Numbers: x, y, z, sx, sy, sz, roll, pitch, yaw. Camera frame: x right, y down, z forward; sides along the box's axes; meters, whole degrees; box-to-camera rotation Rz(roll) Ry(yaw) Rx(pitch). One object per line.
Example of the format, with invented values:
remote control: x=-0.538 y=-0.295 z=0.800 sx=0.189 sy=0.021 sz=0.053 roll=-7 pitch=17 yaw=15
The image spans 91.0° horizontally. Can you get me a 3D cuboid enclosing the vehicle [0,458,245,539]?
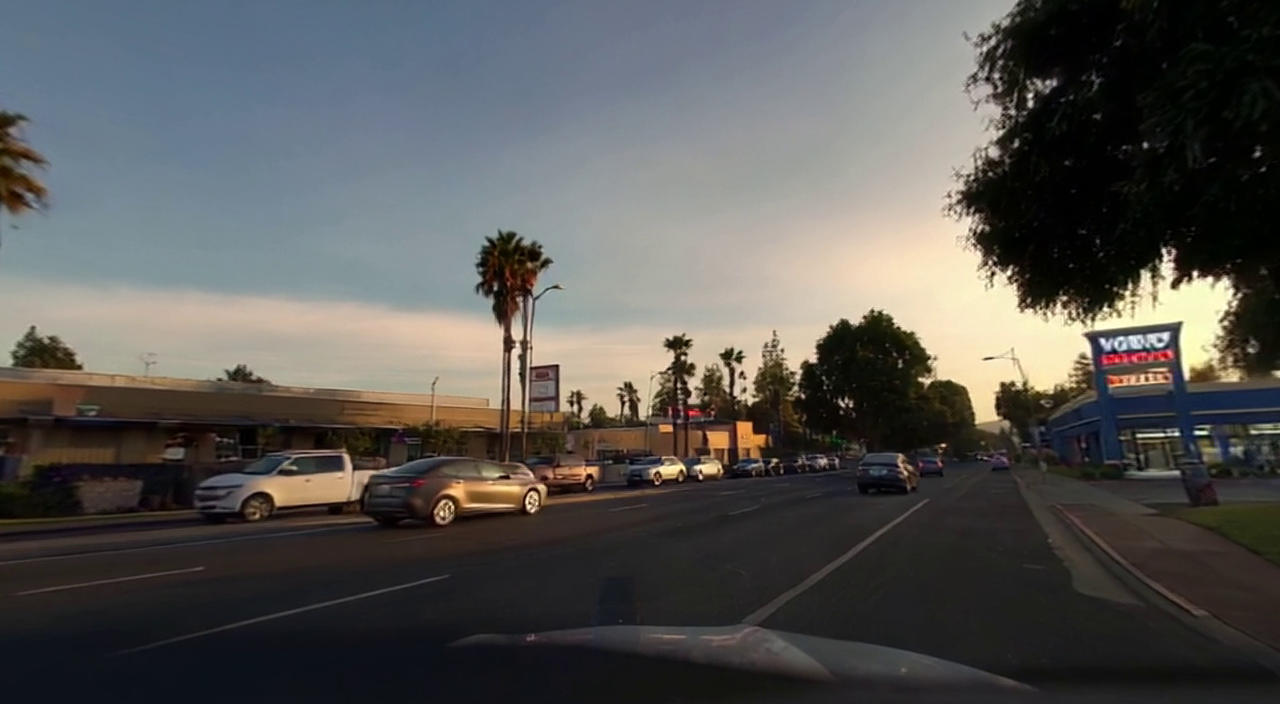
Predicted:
vehicle: x=-12.961 y=3.538 z=15.902 sx=1.900 sy=1.615 sz=4.573 roll=-5 pitch=-10 yaw=30

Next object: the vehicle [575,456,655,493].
vehicle: x=-1.073 y=5.600 z=29.092 sx=1.776 sy=1.448 sz=4.137 roll=-5 pitch=-10 yaw=29

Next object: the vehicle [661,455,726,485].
vehicle: x=3.229 y=6.851 z=36.839 sx=1.981 sy=1.493 sz=4.721 roll=-5 pitch=-10 yaw=30

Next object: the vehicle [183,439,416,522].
vehicle: x=-8.517 y=3.351 z=16.334 sx=1.989 sy=1.792 sz=4.884 roll=-7 pitch=-14 yaw=28

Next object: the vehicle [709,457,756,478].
vehicle: x=7.228 y=8.960 z=48.930 sx=1.962 sy=1.464 sz=4.781 roll=-5 pitch=-10 yaw=29

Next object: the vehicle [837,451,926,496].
vehicle: x=9.367 y=4.566 z=24.130 sx=2.139 sy=1.461 sz=4.918 roll=-5 pitch=-10 yaw=33

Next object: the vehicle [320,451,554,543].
vehicle: x=-4.029 y=2.892 z=13.372 sx=2.090 sy=1.520 sz=4.452 roll=-5 pitch=-10 yaw=29
